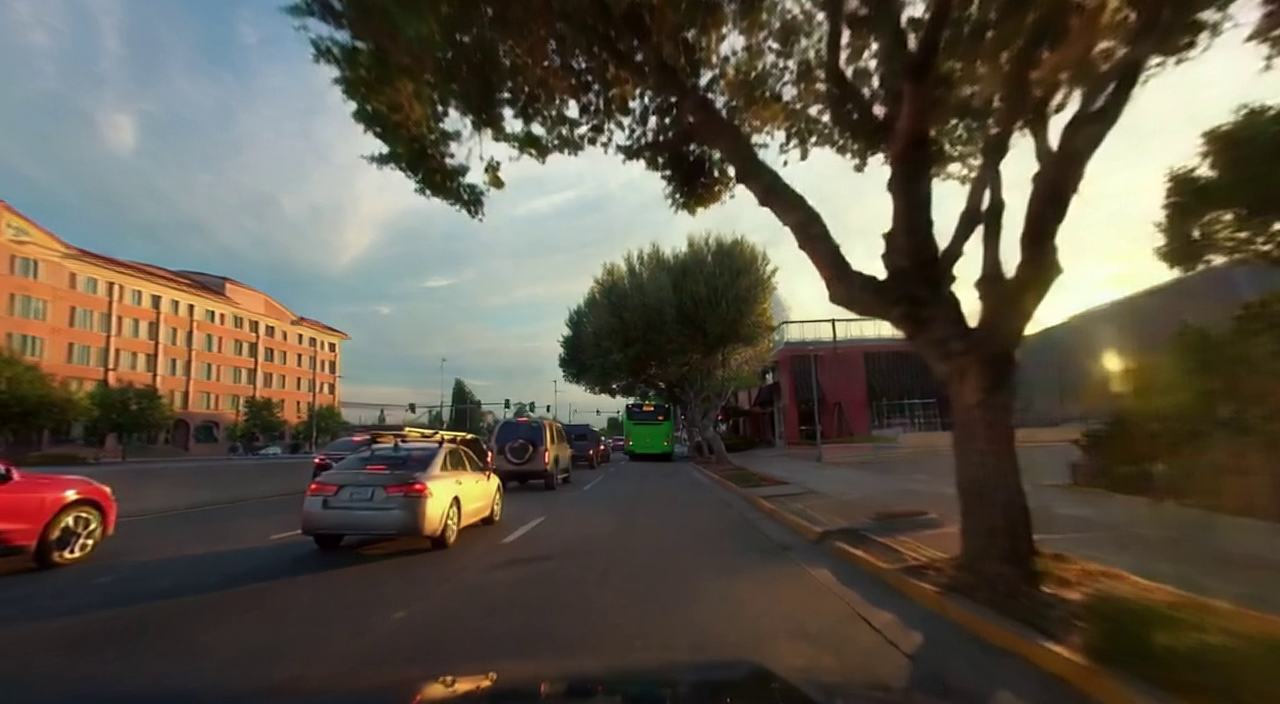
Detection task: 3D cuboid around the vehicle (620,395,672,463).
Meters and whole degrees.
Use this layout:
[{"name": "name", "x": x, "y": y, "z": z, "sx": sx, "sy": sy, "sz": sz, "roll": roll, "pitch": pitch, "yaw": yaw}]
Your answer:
[{"name": "vehicle", "x": 0.428, "y": 5.276, "z": 42.018, "sx": 2.970, "sy": 3.857, "sz": 12.200, "roll": 0, "pitch": -9, "yaw": 1}]

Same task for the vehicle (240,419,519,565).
[{"name": "vehicle", "x": -3.294, "y": 1.869, "z": 9.209, "sx": 2.042, "sy": 1.571, "sz": 4.475, "roll": 0, "pitch": -9, "yaw": 2}]

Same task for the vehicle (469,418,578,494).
[{"name": "vehicle", "x": -3.184, "y": 2.991, "z": 18.488, "sx": 2.095, "sy": 1.892, "sz": 5.043, "roll": 0, "pitch": -8, "yaw": 1}]

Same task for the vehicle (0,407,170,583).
[{"name": "vehicle", "x": -7.336, "y": 1.369, "z": 5.992, "sx": 2.252, "sy": 1.686, "sz": 4.447, "roll": 0, "pitch": -9, "yaw": 1}]
